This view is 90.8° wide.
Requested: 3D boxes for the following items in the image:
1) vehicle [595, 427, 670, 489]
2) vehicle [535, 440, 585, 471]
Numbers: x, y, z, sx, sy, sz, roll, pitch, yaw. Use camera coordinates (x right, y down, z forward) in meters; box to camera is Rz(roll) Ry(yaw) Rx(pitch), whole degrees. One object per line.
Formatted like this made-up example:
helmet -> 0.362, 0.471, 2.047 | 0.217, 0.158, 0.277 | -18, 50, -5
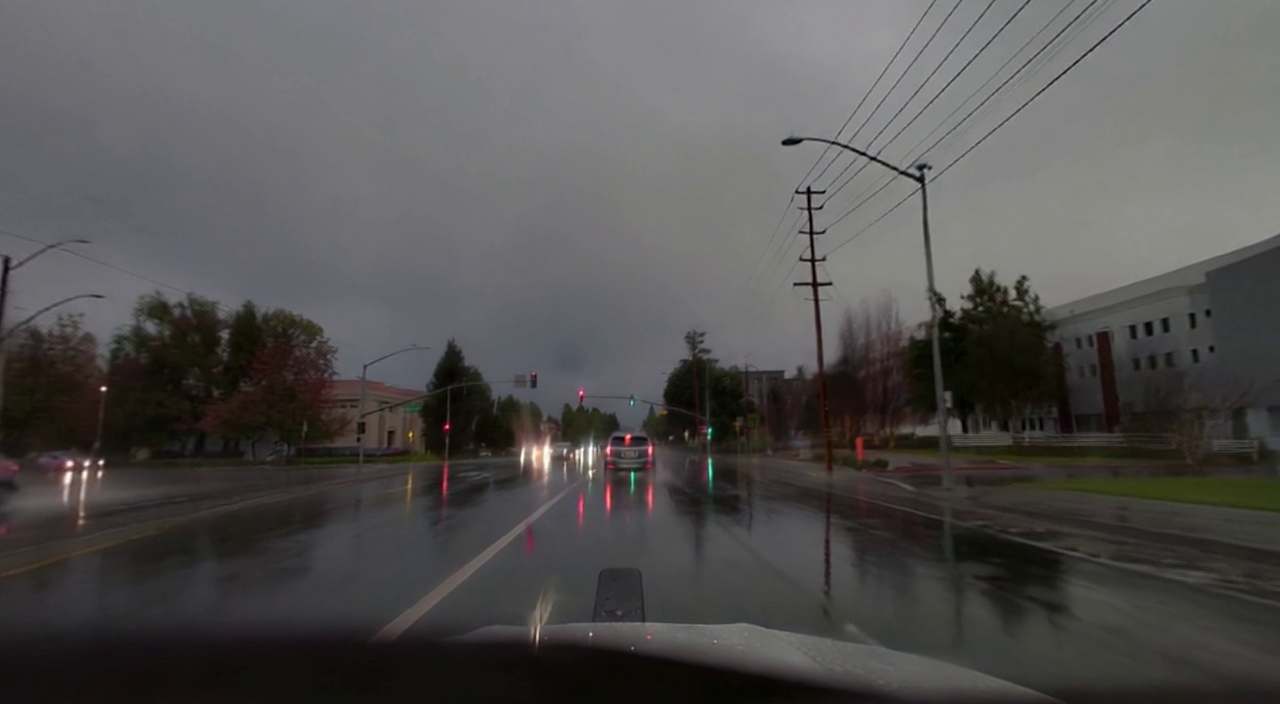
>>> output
vehicle -> -0.278, 3.396, 20.564 | 2.188, 1.782, 3.982 | 0, -8, -1
vehicle -> -4.115, 5.410, 33.187 | 2.075, 1.474, 4.367 | 0, -8, -1
